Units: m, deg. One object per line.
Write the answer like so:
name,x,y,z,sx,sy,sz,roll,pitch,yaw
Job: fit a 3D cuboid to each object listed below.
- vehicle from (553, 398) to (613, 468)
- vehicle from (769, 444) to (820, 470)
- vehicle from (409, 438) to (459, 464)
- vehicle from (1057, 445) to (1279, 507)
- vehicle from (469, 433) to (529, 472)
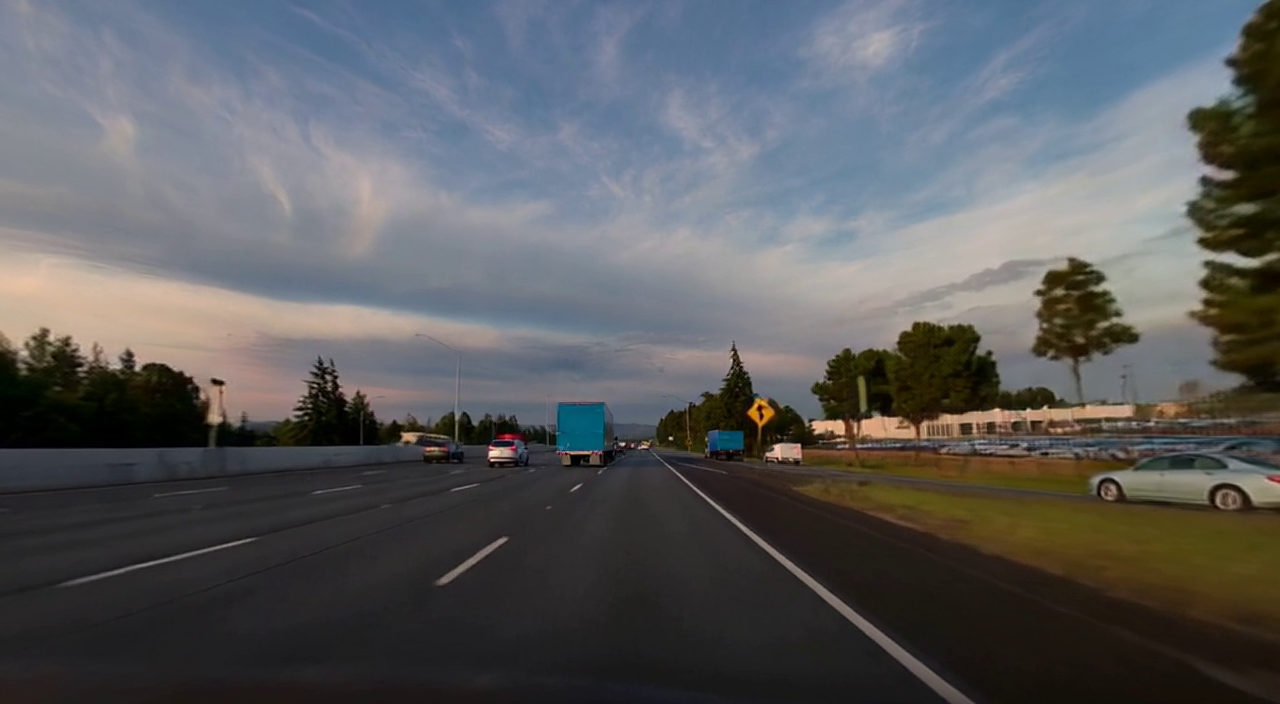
vehicle,-3.604,5.656,43.243,2.905,4.037,12.921,0,-8,0
vehicle,10.662,7.272,43.974,2.083,1.706,4.129,1,-8,-7
vehicle,-14.430,6.955,44.437,1.997,1.695,4.492,0,-8,1
vehicle,14.767,3.416,17.997,2.022,1.505,4.786,1,-8,-8
vehicle,-7.199,5.191,32.718,2.058,1.840,4.443,0,-8,1
